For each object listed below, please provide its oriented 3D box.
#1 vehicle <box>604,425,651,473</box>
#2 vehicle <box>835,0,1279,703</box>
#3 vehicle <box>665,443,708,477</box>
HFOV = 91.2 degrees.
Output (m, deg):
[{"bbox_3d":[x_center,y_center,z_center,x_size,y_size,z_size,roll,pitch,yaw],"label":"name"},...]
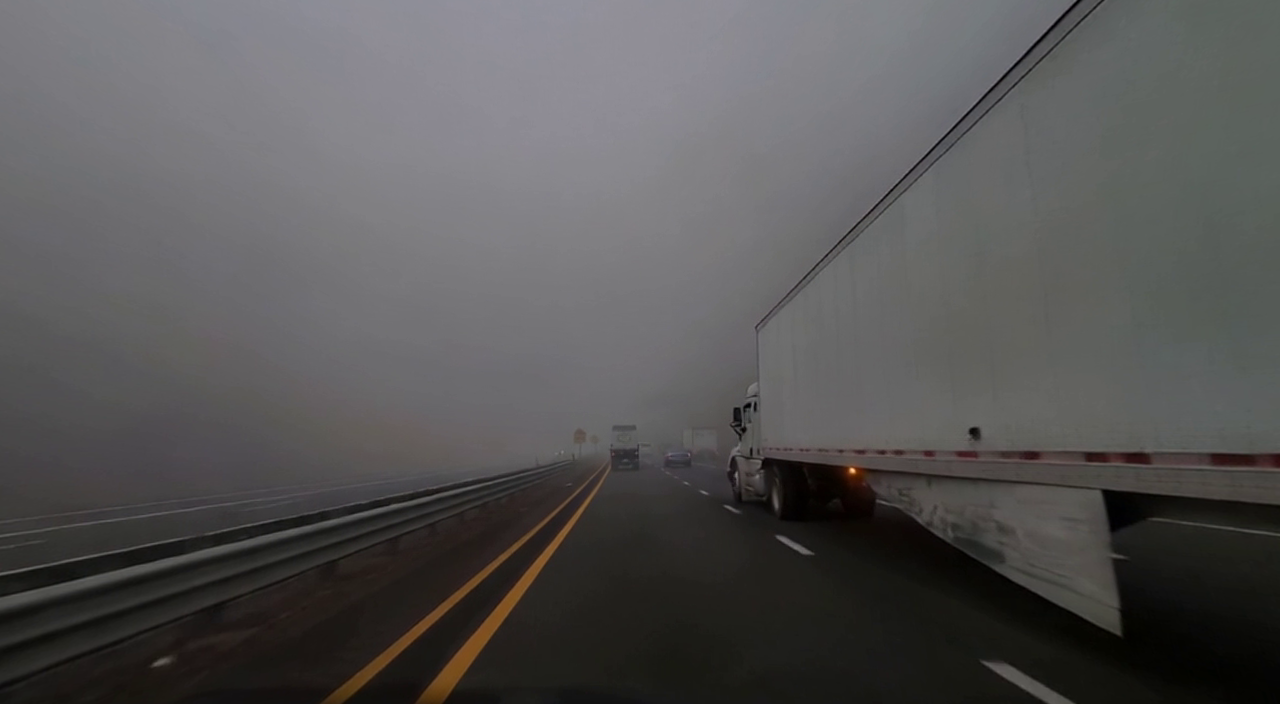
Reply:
[{"bbox_3d":[-0.686,6.101,39.473,2.506,2.743,6.093,-1,-9,3],"label":"vehicle"},{"bbox_3d":[3.912,-0.085,3.446,2.816,4.086,8.486,0,-9,0],"label":"vehicle"},{"bbox_3d":[2.474,5.742,33.450,2.127,1.642,3.899,-1,-9,3],"label":"vehicle"}]
